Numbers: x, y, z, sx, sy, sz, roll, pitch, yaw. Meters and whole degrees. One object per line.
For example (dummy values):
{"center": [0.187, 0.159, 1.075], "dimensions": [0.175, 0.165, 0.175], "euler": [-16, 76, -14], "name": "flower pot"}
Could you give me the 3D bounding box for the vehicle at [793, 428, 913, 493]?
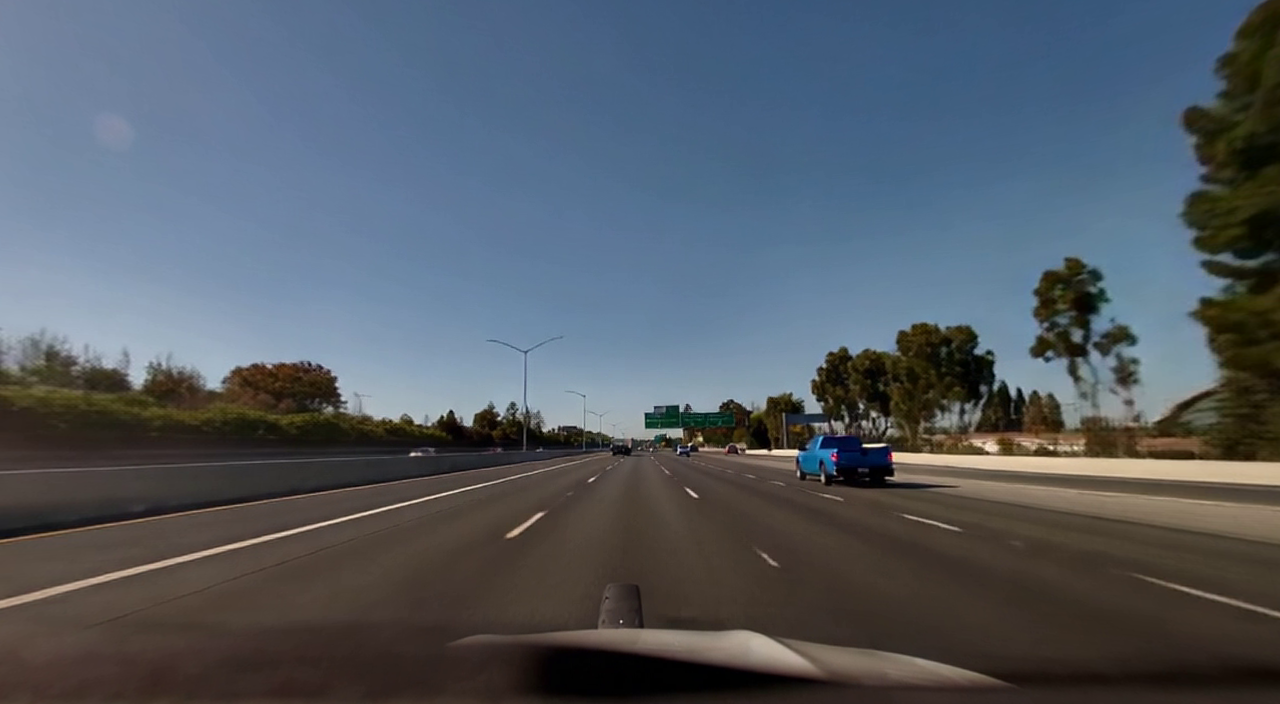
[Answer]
{"center": [6.397, 3.332, 19.614], "dimensions": [2.096, 1.767, 4.601], "euler": [0, -9, 0], "name": "vehicle"}
